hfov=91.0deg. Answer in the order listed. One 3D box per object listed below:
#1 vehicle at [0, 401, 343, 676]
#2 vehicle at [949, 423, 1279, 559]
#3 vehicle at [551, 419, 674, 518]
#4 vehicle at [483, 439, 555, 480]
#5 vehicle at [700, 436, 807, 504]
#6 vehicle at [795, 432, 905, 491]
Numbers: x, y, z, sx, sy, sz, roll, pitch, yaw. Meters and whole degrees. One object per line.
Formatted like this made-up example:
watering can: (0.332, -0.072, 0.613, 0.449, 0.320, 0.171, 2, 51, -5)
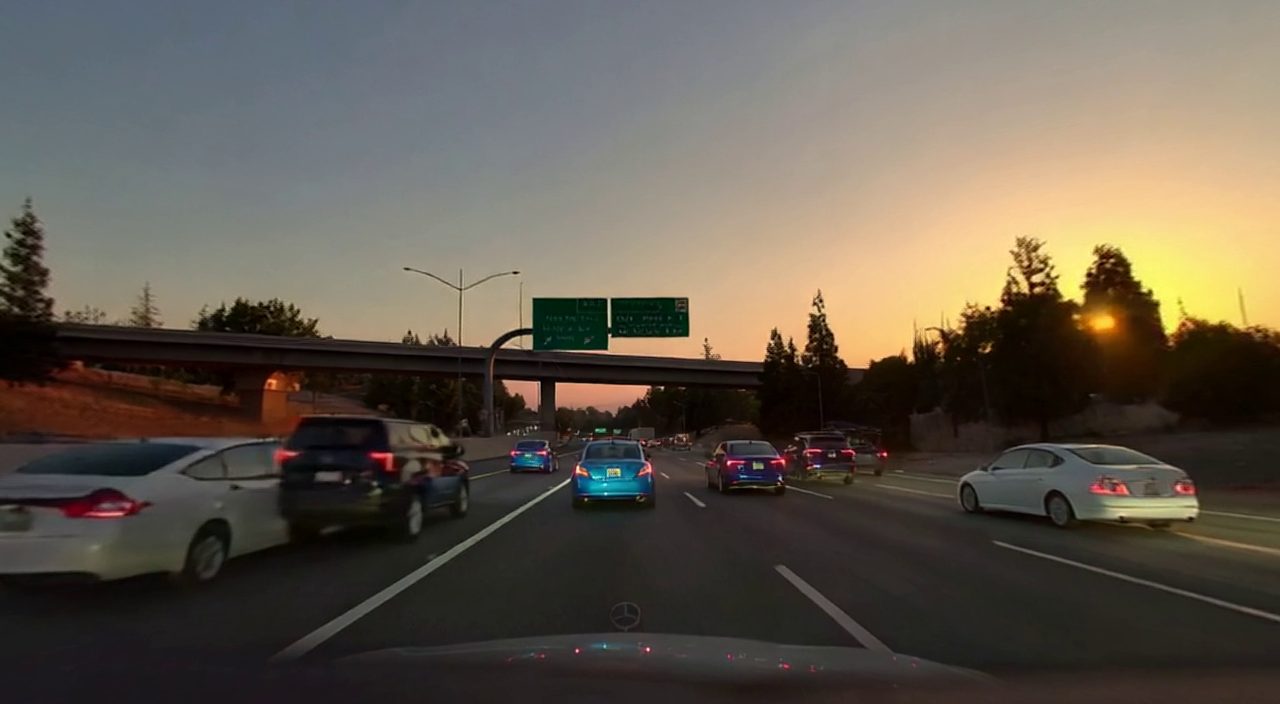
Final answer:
vehicle: (-4.525, 1.237, 4.863, 1.971, 1.505, 5.035, 0, -9, 0)
vehicle: (7.260, 2.066, 10.101, 2.106, 1.641, 4.671, 1, -9, -2)
vehicle: (-0.499, 2.362, 13.183, 2.181, 1.728, 3.970, 1, -9, -1)
vehicle: (-4.941, 4.479, 26.477, 2.071, 1.537, 4.912, 1, -9, -1)
vehicle: (2.818, 3.046, 16.644, 1.975, 1.532, 4.227, 1, -9, -1)
vehicle: (6.788, 3.597, 20.952, 2.022, 1.735, 4.400, 1, -9, -2)
